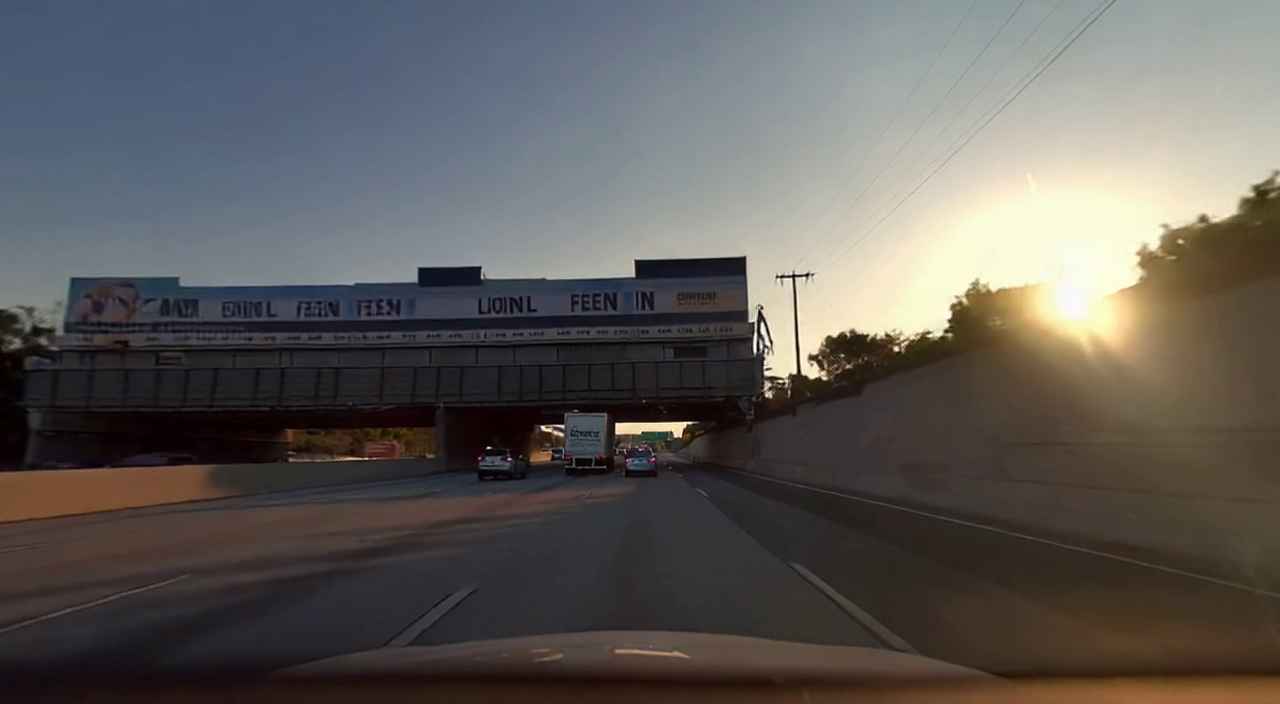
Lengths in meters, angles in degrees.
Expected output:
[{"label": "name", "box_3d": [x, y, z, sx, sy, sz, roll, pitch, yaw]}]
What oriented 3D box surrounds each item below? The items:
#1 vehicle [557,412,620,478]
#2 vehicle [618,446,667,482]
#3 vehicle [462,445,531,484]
[{"label": "vehicle", "box_3d": [-2.830, 5.546, 37.412, 2.794, 3.460, 8.595, 0, -9, 1]}, {"label": "vehicle", "box_3d": [0.106, 5.250, 29.752, 2.168, 1.597, 3.615, 0, -9, 0]}, {"label": "vehicle", "box_3d": [-6.550, 5.189, 29.337, 2.124, 1.674, 4.541, 0, -9, 0]}]
